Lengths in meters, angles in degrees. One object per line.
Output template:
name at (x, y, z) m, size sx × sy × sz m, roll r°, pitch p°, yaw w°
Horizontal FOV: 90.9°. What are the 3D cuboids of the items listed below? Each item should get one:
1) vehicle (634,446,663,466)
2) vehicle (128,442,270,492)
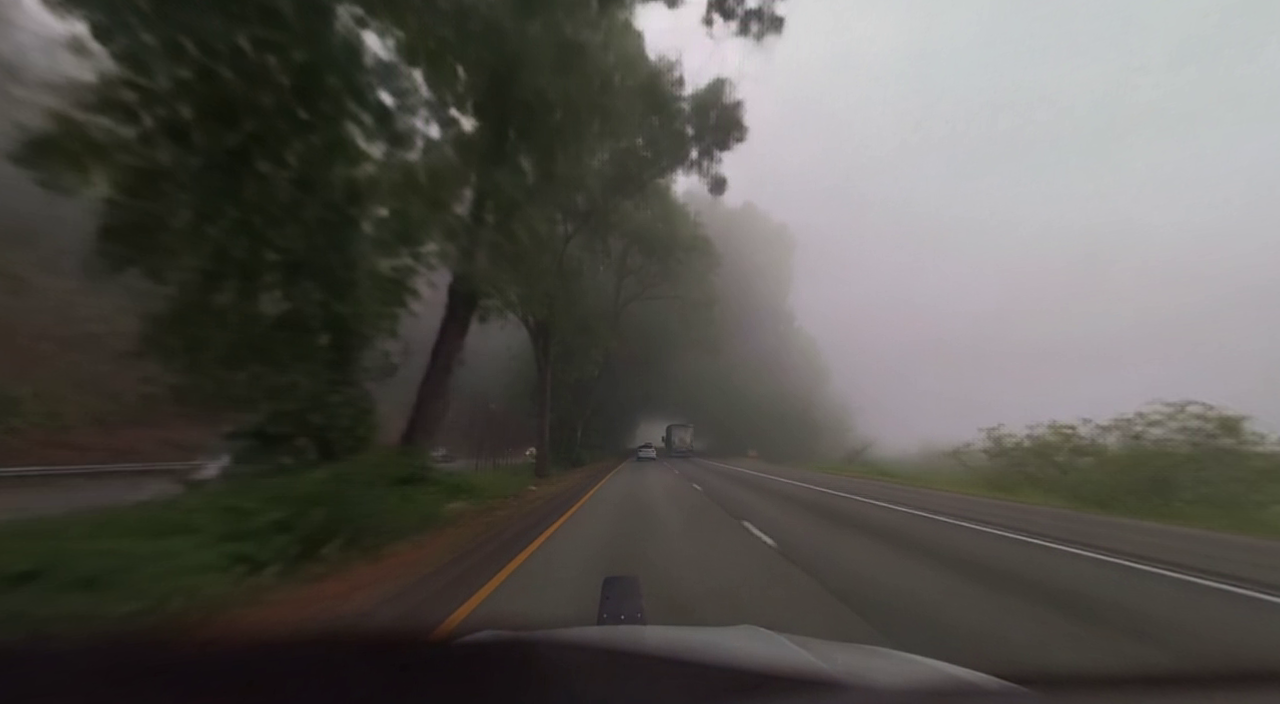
vehicle at (0.636, 7.731, 46.932) m, size 2.023 × 1.434 × 4.236 m, roll 0°, pitch -9°, yaw 1°
vehicle at (-15.464, 4.044, 22.451) m, size 1.906 × 1.582 × 4.254 m, roll 0°, pitch -9°, yaw 1°
